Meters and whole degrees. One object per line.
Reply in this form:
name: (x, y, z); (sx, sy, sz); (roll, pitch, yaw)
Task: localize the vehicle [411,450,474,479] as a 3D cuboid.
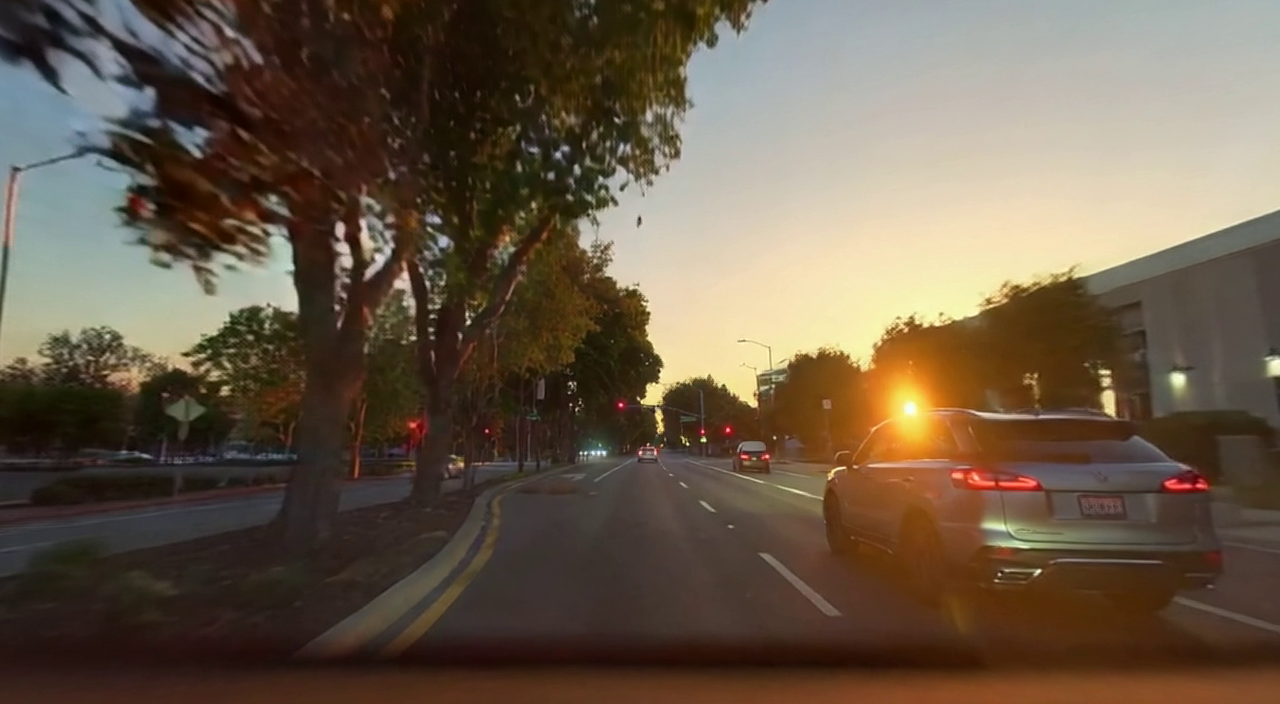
vehicle: (-11.078, 6.339, 35.724); (1.955, 1.507, 4.750); (0, -8, 1)

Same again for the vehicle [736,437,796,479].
vehicle: (6.016, 5.130, 30.773); (2.085, 1.828, 5.383); (0, -8, 3)

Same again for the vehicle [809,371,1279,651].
vehicle: (3.383, 1.384, 6.471); (2.033, 1.865, 4.360); (0, -8, 0)

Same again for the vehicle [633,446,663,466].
vehicle: (0.626, 7.959, 48.290); (2.131, 1.474, 4.146); (0, -8, 1)
